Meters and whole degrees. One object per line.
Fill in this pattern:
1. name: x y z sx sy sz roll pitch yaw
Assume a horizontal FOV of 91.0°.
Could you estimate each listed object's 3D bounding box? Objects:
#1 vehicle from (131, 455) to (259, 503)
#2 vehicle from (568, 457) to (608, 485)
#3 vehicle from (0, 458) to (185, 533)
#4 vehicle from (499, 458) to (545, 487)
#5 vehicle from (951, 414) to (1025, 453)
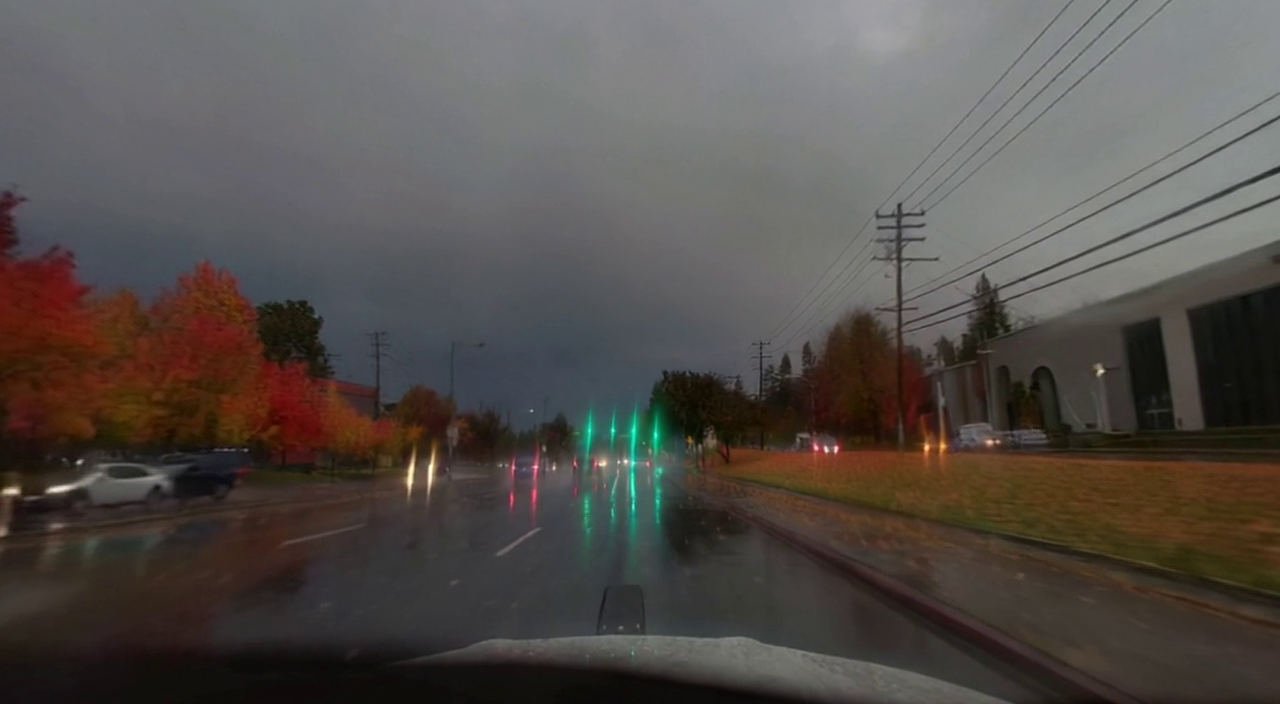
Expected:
1. vehicle: -19.446 5.530 27.890 2.057 1.886 4.884 0 -9 0
2. vehicle: -3.315 7.656 40.819 2.085 1.663 4.513 0 -9 2
3. vehicle: -13.542 3.341 15.235 1.909 1.502 4.355 1 -9 -3
4. vehicle: -7.179 7.369 38.774 1.932 1.596 4.247 0 -9 1
5. vehicle: 24.836 5.959 45.254 2.347 2.576 5.846 0 -9 5
